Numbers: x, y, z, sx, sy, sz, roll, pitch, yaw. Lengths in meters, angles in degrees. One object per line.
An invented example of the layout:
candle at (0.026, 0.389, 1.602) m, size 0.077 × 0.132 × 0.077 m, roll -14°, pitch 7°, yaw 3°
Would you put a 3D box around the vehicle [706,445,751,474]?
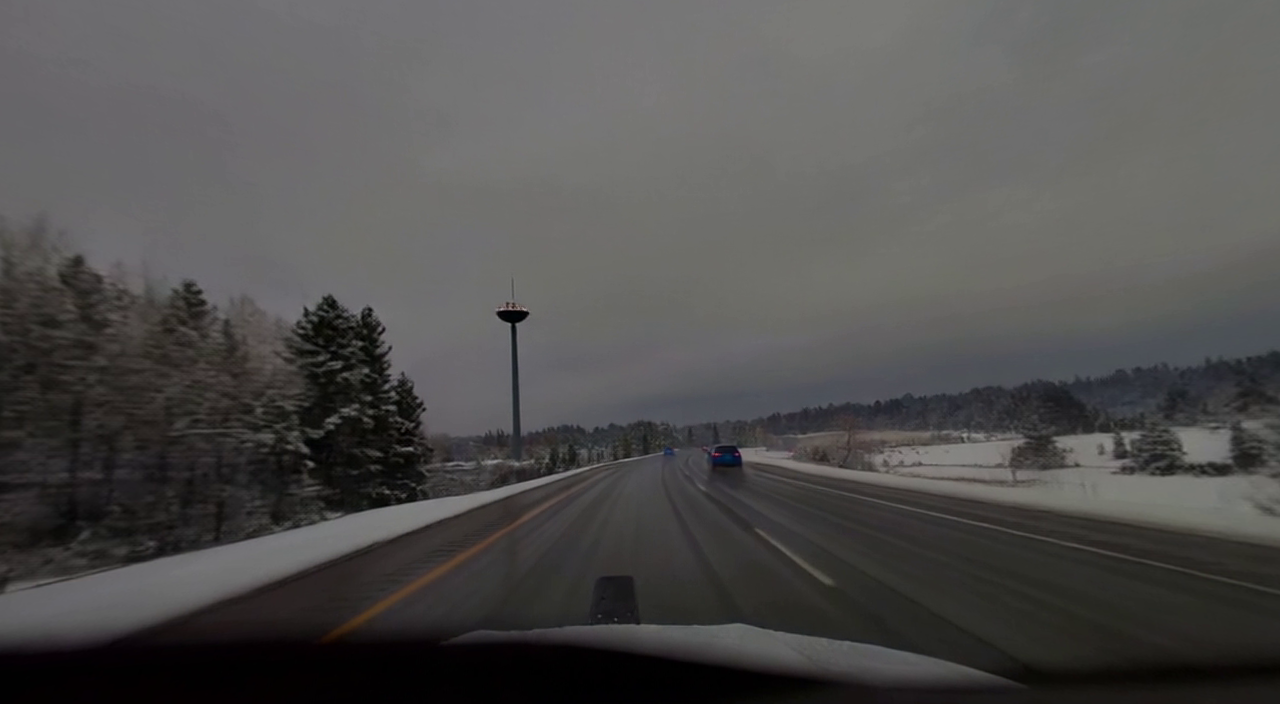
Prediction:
vehicle at (5.007, 6.132, 36.177) m, size 2.030 × 1.526 × 4.165 m, roll 0°, pitch -9°, yaw 1°
